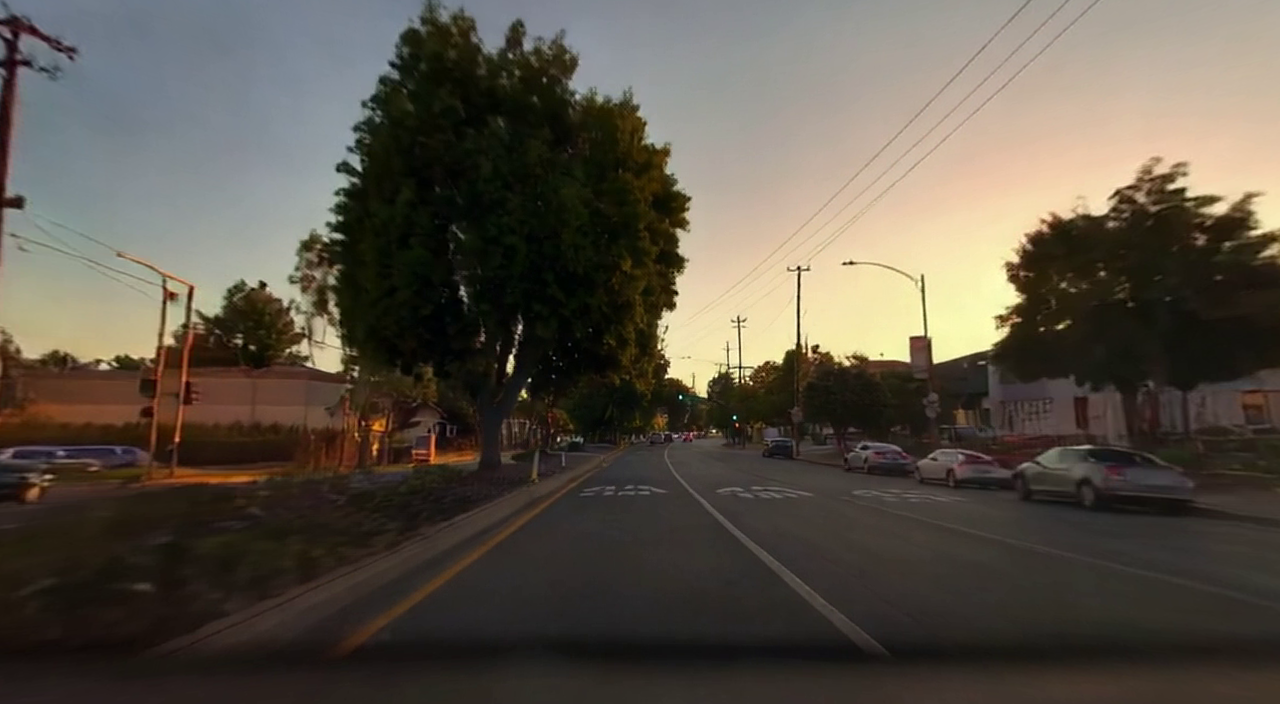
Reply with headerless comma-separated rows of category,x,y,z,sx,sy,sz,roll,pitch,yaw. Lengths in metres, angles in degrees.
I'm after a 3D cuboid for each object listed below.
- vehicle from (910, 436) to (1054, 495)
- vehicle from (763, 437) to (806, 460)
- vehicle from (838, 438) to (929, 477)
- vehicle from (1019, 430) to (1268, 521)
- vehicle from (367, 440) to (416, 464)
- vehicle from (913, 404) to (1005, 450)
vehicle,9.771,3.266,18.532,1.726,1.486,4.394,0,-9,-1
vehicle,10.200,6.848,44.804,1.919,1.546,4.730,0,-9,0
vehicle,9.970,4.360,26.297,1.926,1.464,4.436,0,-9,-1
vehicle,10.057,2.472,13.120,1.901,1.586,3.903,0,-9,-1
vehicle,-19.152,7.705,48.949,1.966,1.753,4.634,0,-9,-1
vehicle,19.060,4.588,38.171,2.179,2.441,5.974,-3,-8,-2
